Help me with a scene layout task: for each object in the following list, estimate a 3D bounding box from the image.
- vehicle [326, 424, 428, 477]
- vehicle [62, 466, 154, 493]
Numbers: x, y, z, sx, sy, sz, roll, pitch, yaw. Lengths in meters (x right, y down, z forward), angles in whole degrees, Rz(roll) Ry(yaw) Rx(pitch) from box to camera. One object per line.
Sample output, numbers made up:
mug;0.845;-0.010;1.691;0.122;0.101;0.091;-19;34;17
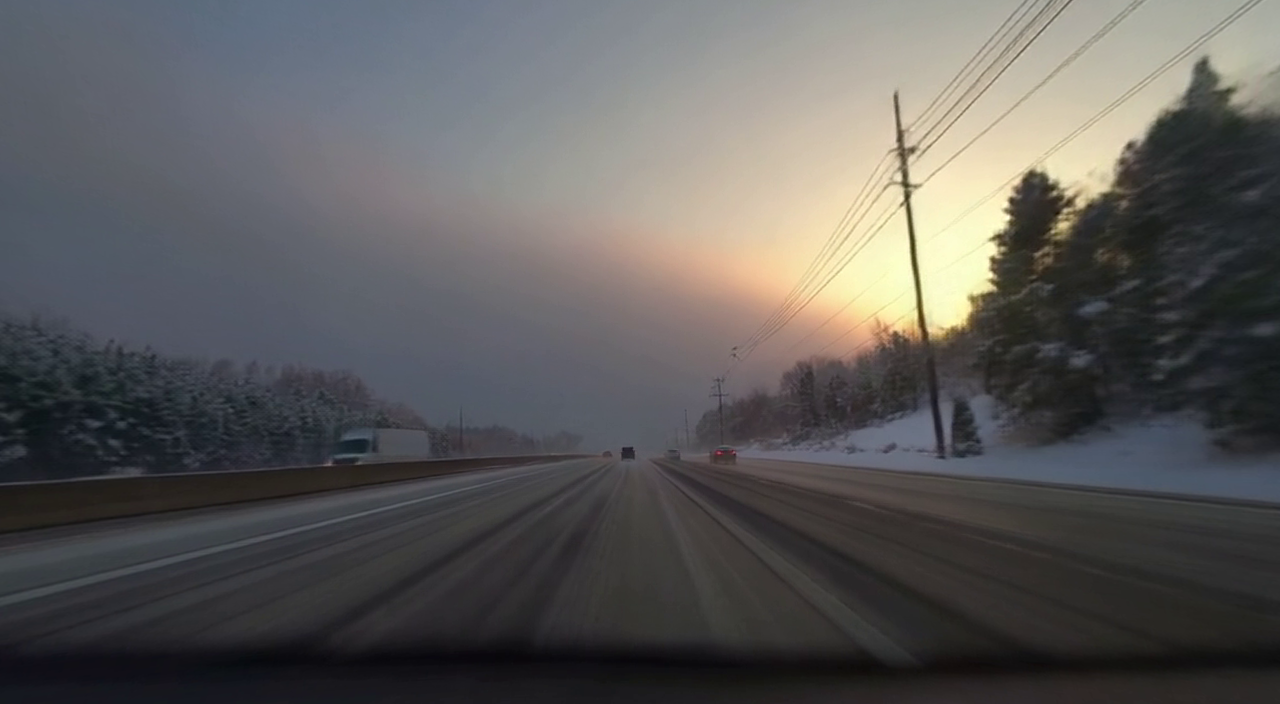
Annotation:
vehicle;-19.222;7.337;47.197;2.951;3.477;10.720;0;-9;0
vehicle;-40.316;9.683;48.098;2.078;1.720;5.714;0;-9;-1
